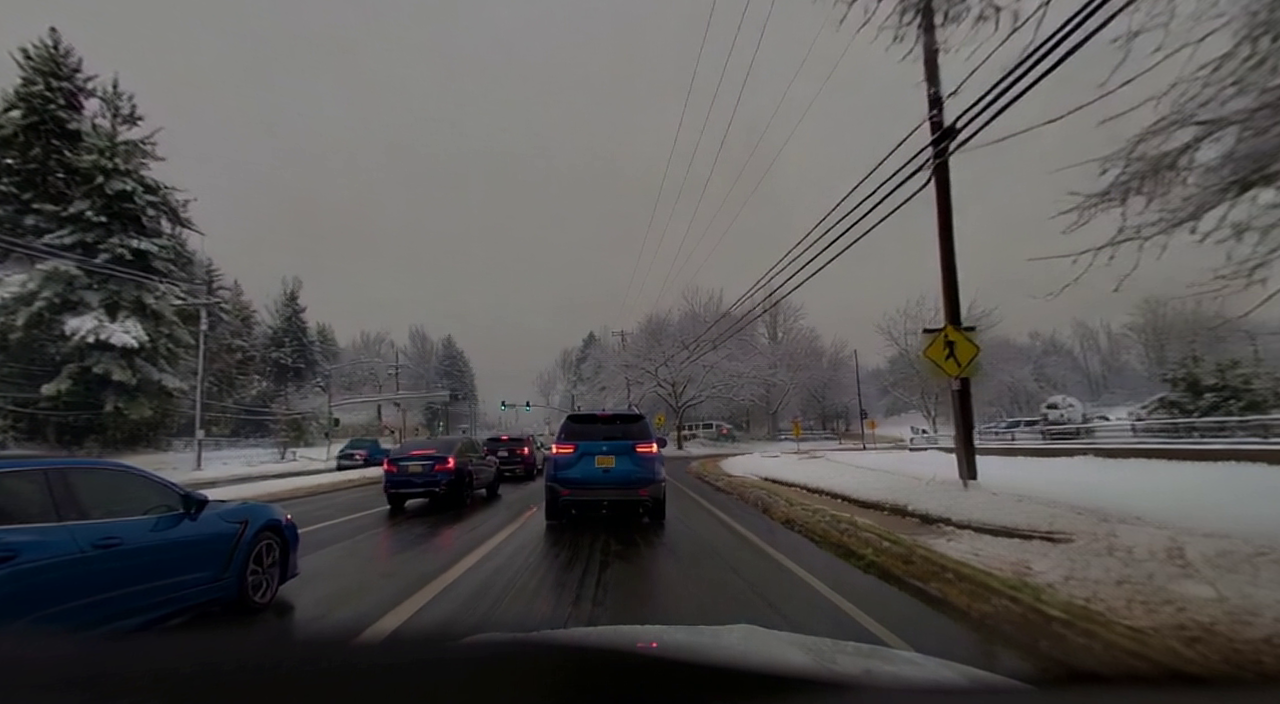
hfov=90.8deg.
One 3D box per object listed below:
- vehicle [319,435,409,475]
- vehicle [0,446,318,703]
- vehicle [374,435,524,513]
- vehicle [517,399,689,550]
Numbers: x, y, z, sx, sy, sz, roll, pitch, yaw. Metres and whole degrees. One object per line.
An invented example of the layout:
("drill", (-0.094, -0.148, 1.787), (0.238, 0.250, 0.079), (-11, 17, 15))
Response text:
("vehicle", (-15.118, 5.657, 35.097), (2.241, 2.019, 5.832), (0, -8, 1))
("vehicle", (-3.753, 1.149, 3.232), (1.865, 1.314, 4.461), (0, -8, 0))
("vehicle", (-4.129, 2.705, 14.552), (2.087, 1.485, 4.452), (0, -8, 0))
("vehicle", (-0.469, 1.730, 9.467), (2.012, 1.769, 3.897), (0, -8, -1))
